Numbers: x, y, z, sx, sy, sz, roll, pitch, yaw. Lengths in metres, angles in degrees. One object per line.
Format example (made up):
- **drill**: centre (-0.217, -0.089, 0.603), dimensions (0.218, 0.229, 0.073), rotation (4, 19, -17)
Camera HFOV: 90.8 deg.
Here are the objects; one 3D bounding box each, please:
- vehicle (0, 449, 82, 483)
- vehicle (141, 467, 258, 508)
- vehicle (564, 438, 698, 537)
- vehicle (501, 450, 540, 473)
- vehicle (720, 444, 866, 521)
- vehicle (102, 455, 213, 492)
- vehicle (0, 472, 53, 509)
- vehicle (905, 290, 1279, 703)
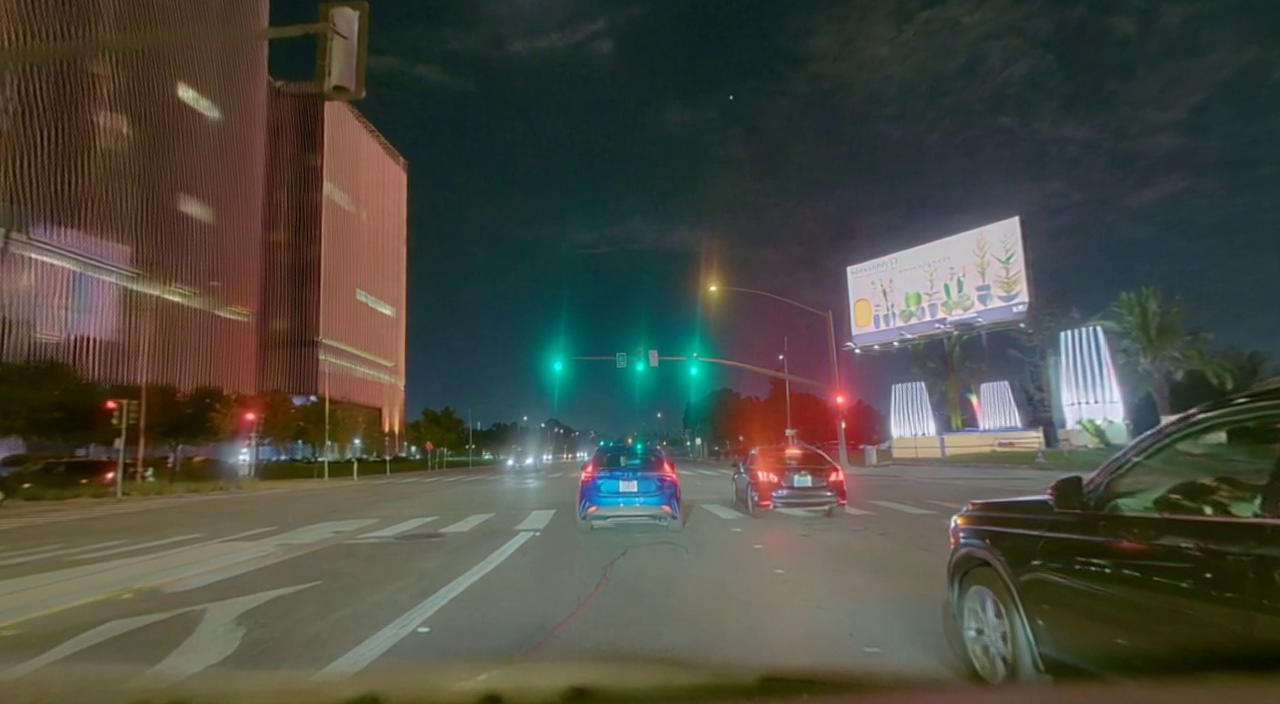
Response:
- **vehicle**: centre (-35.721, 6.518, 36.491), dimensions (2.145, 1.797, 5.198), rotation (-1, -9, 1)
- **vehicle**: centre (-19.155, 5.876, 27.786), dimensions (1.942, 1.453, 4.448), rotation (0, -8, 0)
- **vehicle**: centre (-0.178, 2.411, 11.851), dimensions (2.095, 1.502, 3.873), rotation (0, -9, -1)
- **vehicle**: centre (-8.593, 7.907, 45.896), dimensions (1.879, 1.510, 4.619), rotation (0, -9, 1)
- **vehicle**: centre (3.153, 2.790, 14.108), dimensions (2.009, 1.414, 4.416), rotation (0, -9, -2)
- **vehicle**: centre (-27.583, 6.937, 36.409), dimensions (2.300, 1.932, 5.056), rotation (-1, -9, 2)
- **vehicle**: centre (-28.081, 6.190, 28.502), dimensions (1.972, 1.433, 4.324), rotation (8, -12, -39)
- **vehicle**: centre (2.985, 0.777, 2.377), dimensions (2.047, 1.785, 4.357), rotation (0, -9, 0)
